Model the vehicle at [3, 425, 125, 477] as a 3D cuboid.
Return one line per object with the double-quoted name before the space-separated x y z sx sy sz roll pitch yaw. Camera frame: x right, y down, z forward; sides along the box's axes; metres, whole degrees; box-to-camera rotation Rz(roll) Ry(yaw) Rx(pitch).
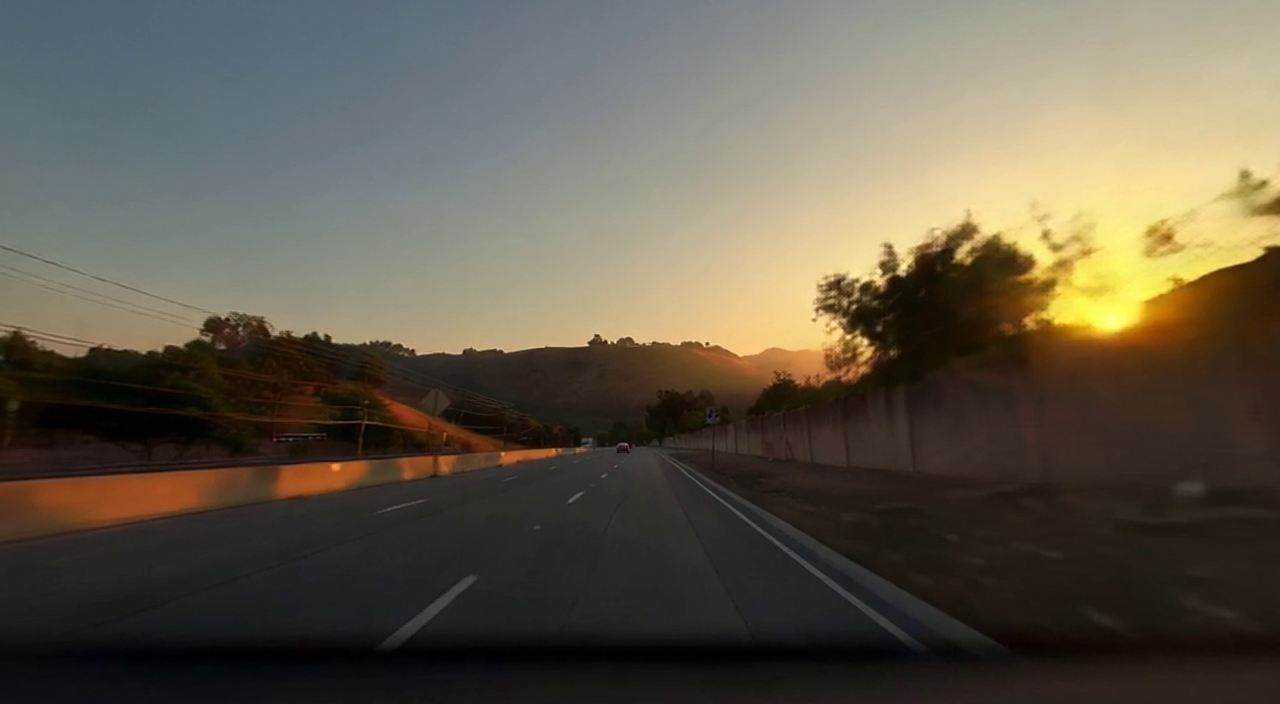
"vehicle" -43.368 7.460 47.695 2.985 3.593 6.643 1 -8 -3
